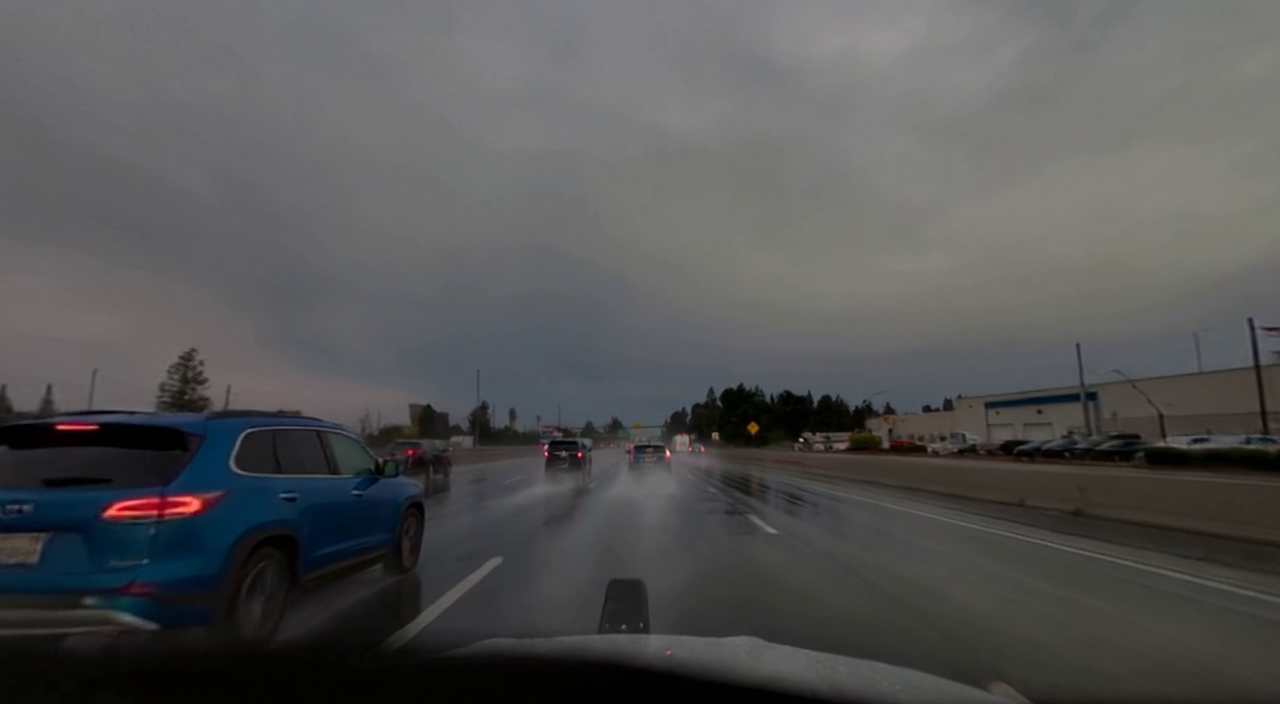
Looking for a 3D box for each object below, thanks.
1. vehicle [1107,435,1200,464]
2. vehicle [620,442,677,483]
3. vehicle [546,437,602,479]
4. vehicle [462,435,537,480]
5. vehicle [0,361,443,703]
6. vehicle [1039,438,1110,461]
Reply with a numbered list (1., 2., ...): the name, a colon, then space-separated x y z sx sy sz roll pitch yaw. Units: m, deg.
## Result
1. vehicle: 30.379 5.779 37.502 1.843 1.626 4.378 0 -9 1
2. vehicle: 0.333 4.326 25.075 2.090 1.474 3.970 0 -9 0
3. vehicle: -2.897 4.738 28.541 2.007 1.730 4.412 0 -9 1
4. vehicle: -6.149 4.693 28.278 2.125 1.804 4.864 0 -9 1
5. vehicle: -3.263 1.207 4.922 1.961 1.687 4.453 0 -9 1
6. vehicle: 30.445 6.867 44.365 1.838 1.491 4.554 0 -9 1
